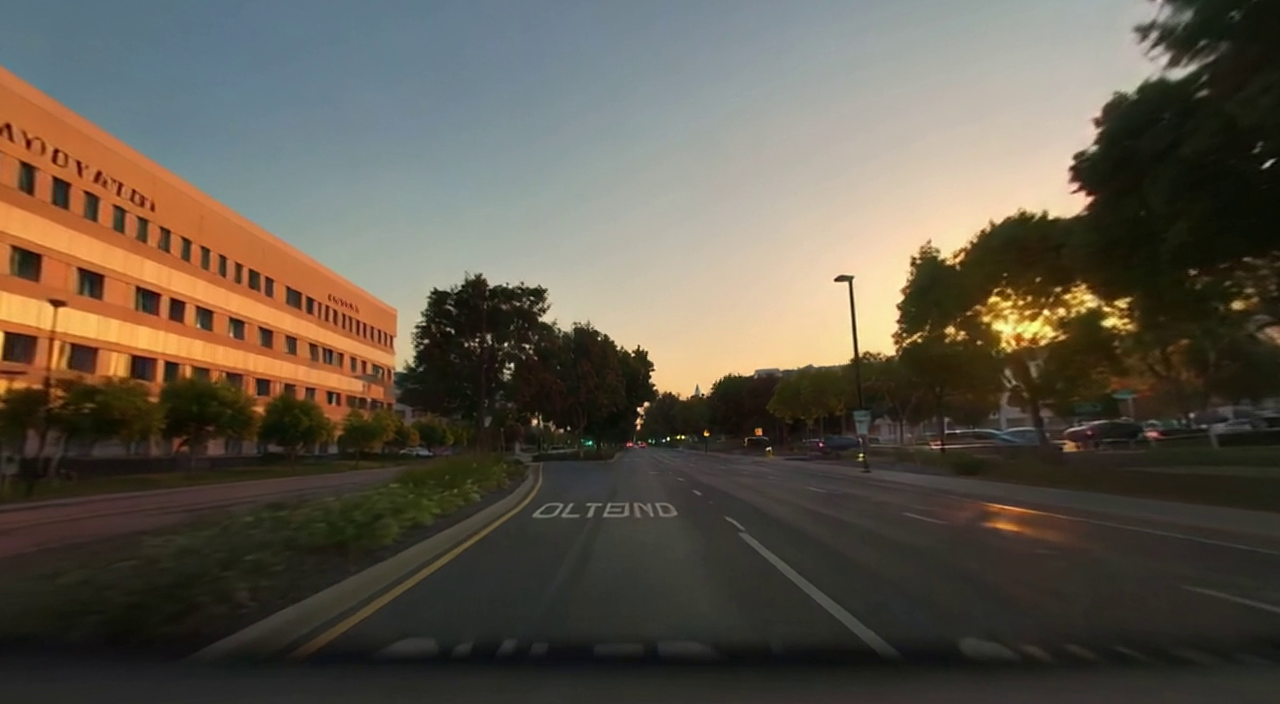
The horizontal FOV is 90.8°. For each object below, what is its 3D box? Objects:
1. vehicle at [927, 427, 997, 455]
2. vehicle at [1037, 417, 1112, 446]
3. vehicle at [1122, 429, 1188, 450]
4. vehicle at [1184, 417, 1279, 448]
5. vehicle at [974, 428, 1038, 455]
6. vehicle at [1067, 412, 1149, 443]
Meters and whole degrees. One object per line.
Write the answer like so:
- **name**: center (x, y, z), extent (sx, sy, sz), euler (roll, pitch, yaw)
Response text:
- **vehicle**: center (22.847, 6.333, 45.111), extent (2.133, 1.853, 5.009), euler (1, -8, -3)
- **vehicle**: center (31.217, 5.789, 45.582), extent (2.007, 1.782, 4.355), euler (-3, -9, -5)
- **vehicle**: center (36.465, 6.221, 44.850), extent (1.578, 1.401, 3.547), euler (-2, -8, -2)
- **vehicle**: center (42.238, 5.699, 44.525), extent (2.191, 2.019, 6.051), euler (0, -8, -2)
- **vehicle**: center (25.768, 6.304, 44.653), extent (1.874, 1.808, 4.159), euler (1, -8, -3)
- **vehicle**: center (33.498, 5.489, 45.390), extent (1.914, 1.913, 4.628), euler (-6, -8, -4)
